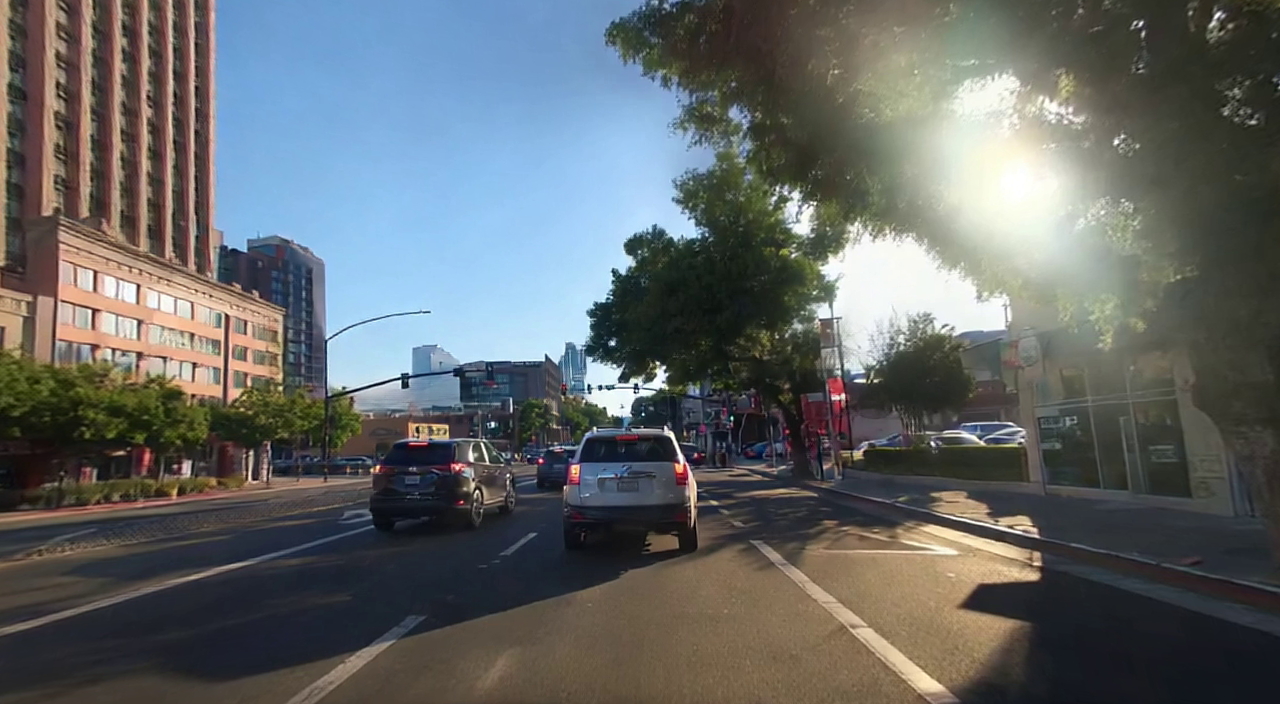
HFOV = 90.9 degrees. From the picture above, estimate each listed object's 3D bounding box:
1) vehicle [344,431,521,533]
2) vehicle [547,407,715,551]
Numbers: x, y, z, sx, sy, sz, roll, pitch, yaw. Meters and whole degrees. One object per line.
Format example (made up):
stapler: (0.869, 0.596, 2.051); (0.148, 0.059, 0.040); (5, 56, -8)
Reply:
vehicle: (-3.721, 2.387, 12.221); (1.886, 1.599, 4.247); (0, -8, 1)
vehicle: (-0.083, 1.879, 9.914); (2.075, 1.770, 4.018); (0, -8, 1)
